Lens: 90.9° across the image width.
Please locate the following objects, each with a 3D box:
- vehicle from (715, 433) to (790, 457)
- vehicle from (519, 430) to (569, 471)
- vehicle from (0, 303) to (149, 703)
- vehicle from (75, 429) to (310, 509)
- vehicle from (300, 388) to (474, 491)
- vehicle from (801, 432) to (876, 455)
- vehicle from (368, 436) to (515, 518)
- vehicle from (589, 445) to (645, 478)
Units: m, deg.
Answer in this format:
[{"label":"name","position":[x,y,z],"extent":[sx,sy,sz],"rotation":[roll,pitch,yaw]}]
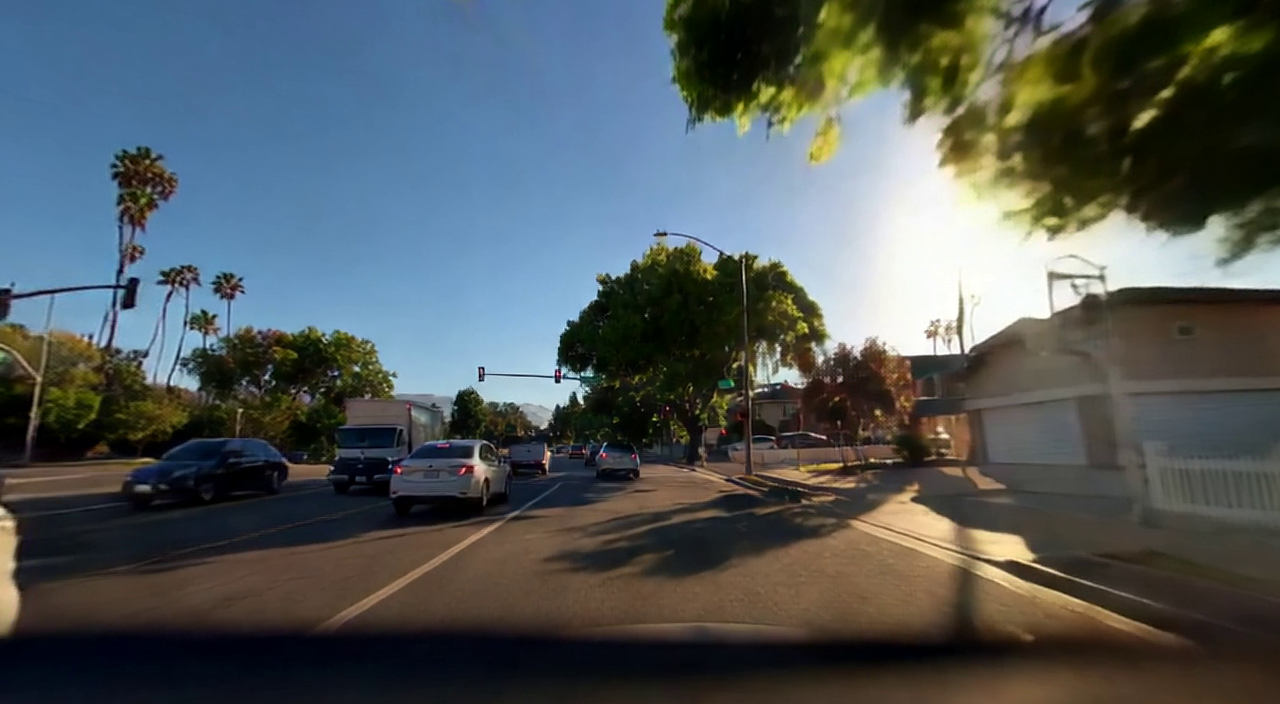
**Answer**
[{"label":"vehicle","position":[8.099,6.696,45.444],"extent":[4.742,1.690,2.218],"rotation":[3,-9,-19]},{"label":"vehicle","position":[-4.797,4.987,32.093],"extent":[2.032,1.852,4.571],"rotation":[-1,-8,-3]},{"label":"vehicle","position":[-3.988,0.500,1.132],"extent":[2.144,1.877,4.899],"rotation":[-1,-8,2]},{"label":"vehicle","position":[-10.879,2.871,16.027],"extent":[2.364,1.648,5.116],"rotation":[0,-8,-2]},{"label":"vehicle","position":[-7.608,2.812,20.140],"extent":[2.821,2.701,6.721],"rotation":[0,-8,-1]},{"label":"vehicle","position":[13.933,6.421,44.353],"extent":[4.615,1.555,2.021],"rotation":[2,-9,-16]},{"label":"vehicle","position":[-3.961,2.544,13.398],"extent":[1.709,1.425,4.337],"rotation":[-1,-8,0]},{"label":"vehicle","position":[-1.003,4.461,26.034],"extent":[2.131,1.222,3.868],"rotation":[0,-8,-4]}]
